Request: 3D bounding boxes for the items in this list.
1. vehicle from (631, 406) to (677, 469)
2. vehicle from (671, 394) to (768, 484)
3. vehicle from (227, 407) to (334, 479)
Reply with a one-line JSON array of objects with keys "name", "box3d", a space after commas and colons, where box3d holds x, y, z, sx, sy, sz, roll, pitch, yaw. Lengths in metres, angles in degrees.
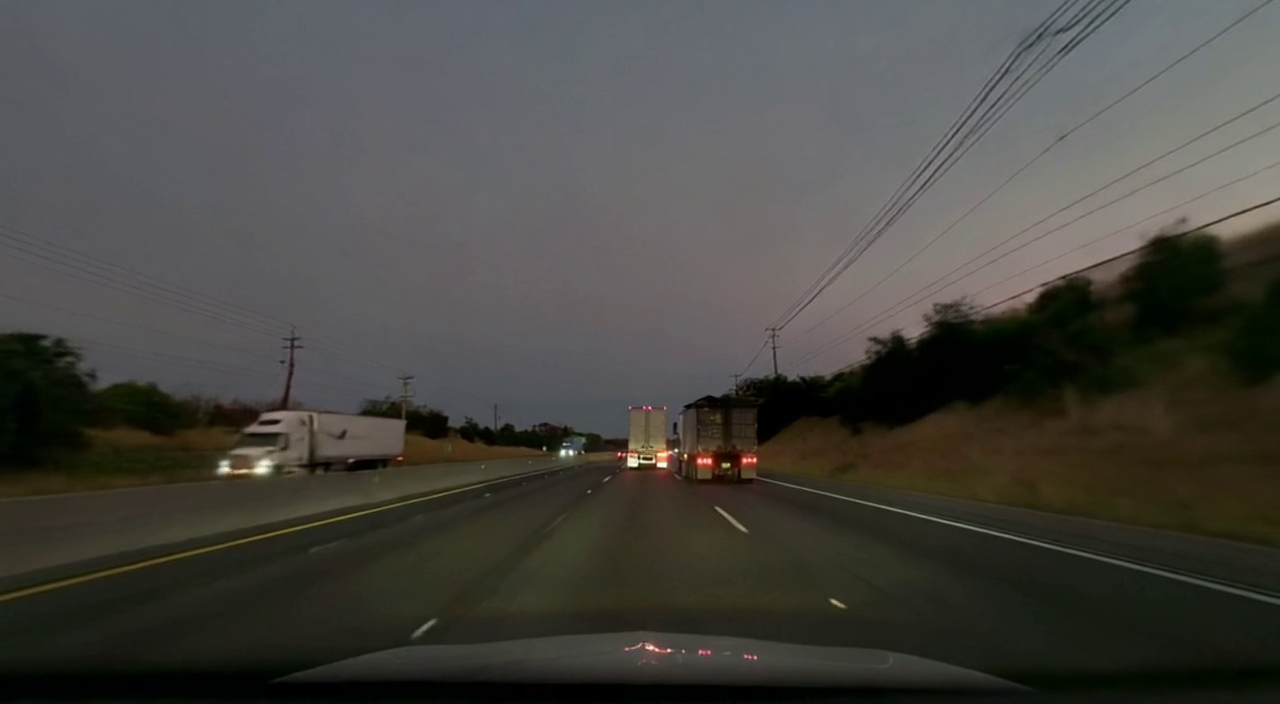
[{"name": "vehicle", "box3d": [0.790, 6.624, 47.880, 2.997, 4.076, 13.224, 0, -9, -1]}, {"name": "vehicle", "box3d": [3.197, 3.961, 28.196, 2.938, 3.378, 8.820, 0, -9, -2]}, {"name": "vehicle", "box3d": [-20.078, 5.149, 35.611, 2.943, 3.764, 4.981, 0, -9, 0]}]
